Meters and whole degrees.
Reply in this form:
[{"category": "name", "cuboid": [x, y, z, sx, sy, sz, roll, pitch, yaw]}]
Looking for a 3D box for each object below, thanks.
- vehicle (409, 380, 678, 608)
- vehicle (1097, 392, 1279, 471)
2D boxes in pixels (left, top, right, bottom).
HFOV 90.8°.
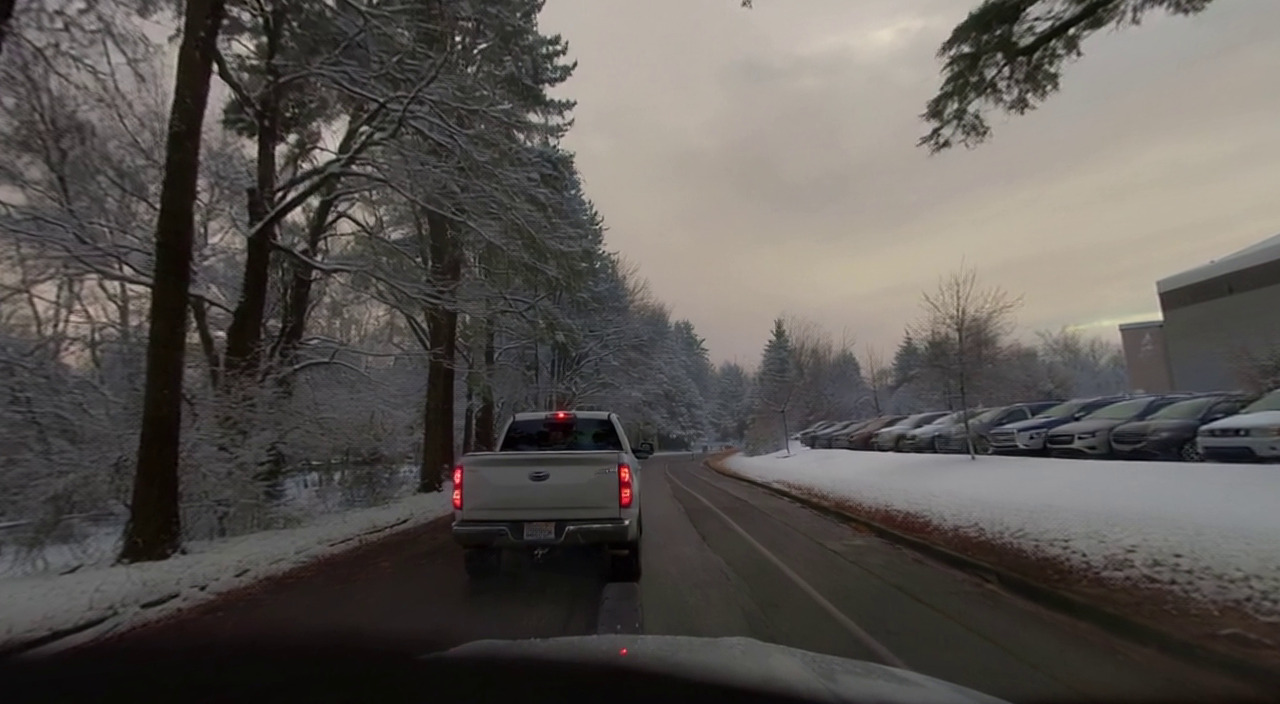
[{"category": "vehicle", "cuboid": [-0.702, 1.507, 7.670, 2.157, 1.816, 5.039, 0, -8, 2]}, {"category": "vehicle", "cuboid": [11.865, 1.545, 12.330, 4.298, 1.392, 1.944, -1, -8, 2]}]
